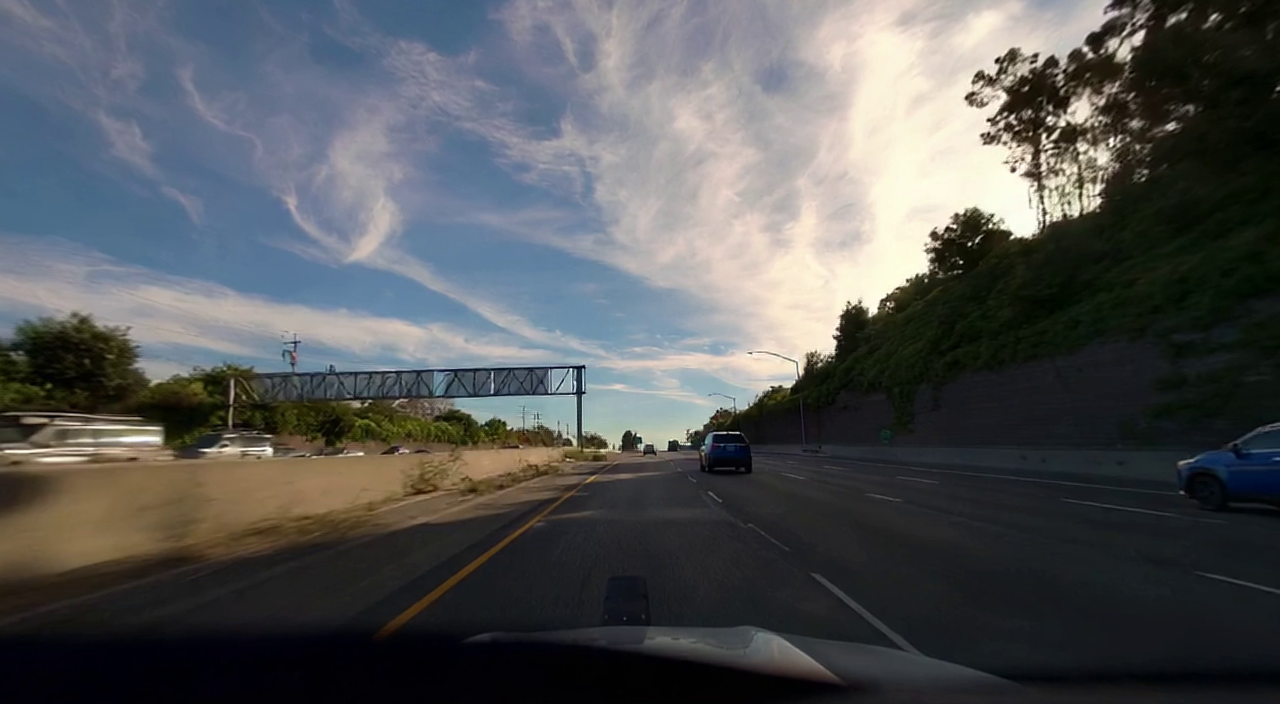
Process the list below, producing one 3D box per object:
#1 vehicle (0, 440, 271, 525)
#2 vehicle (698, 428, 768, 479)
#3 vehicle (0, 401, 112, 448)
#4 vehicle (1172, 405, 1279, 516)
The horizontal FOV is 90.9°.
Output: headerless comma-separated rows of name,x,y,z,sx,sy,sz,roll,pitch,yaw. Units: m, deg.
vehicle,-19.456,4.409,22.908,2.936,2.335,15.693,-1,-8,-1
vehicle,3.655,4.068,25.550,2.120,1.832,4.287,-1,-8,-1
vehicle,-19.477,2.317,19.671,1.964,1.330,4.740,-1,-8,-1
vehicle,10.865,1.589,9.242,2.056,1.689,4.625,-1,-8,0
